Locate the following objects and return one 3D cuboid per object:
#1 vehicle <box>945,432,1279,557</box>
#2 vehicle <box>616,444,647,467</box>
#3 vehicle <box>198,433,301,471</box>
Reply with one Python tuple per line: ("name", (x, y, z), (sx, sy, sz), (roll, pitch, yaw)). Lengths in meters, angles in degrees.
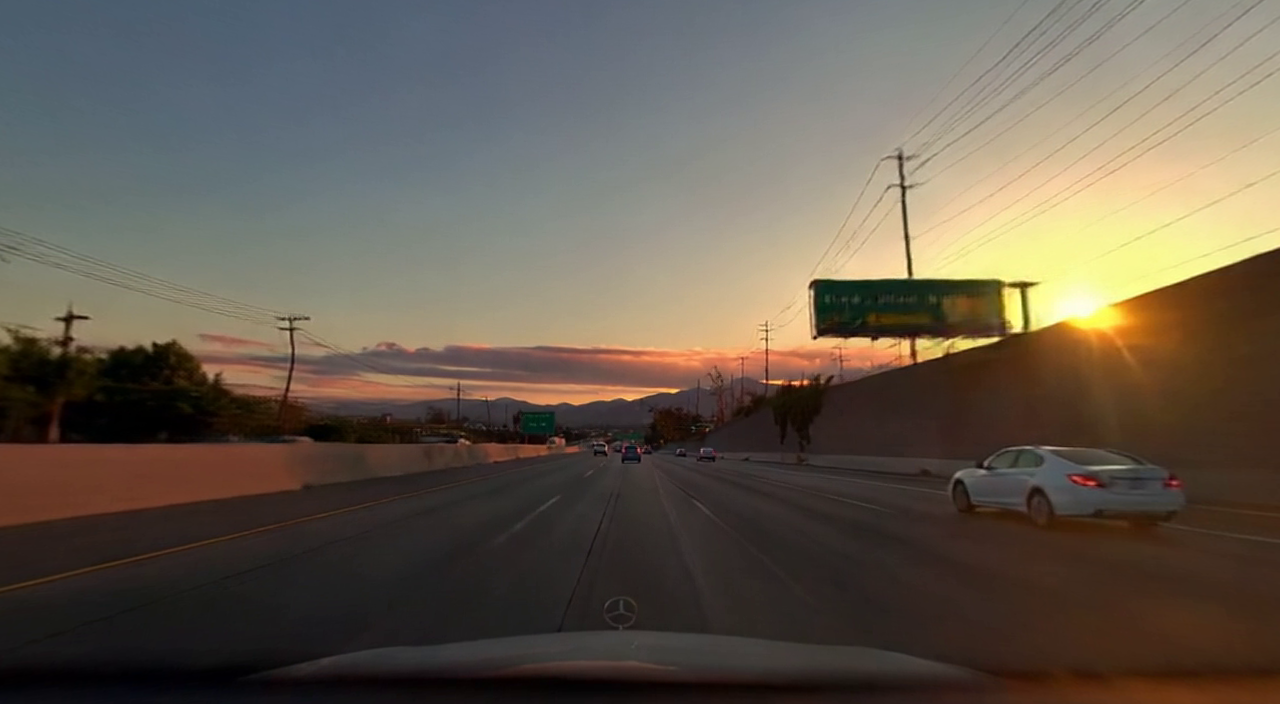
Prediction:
("vehicle", (6.637, 1.983, 9.568), (1.876, 1.451, 4.154), (0, -8, -2))
("vehicle", (-0.621, 7.165, 44.016), (2.109, 1.489, 4.027), (0, -8, -2))
("vehicle", (-20.335, 5.238, 33.282), (2.213, 1.823, 5.049), (0, -8, 0))
